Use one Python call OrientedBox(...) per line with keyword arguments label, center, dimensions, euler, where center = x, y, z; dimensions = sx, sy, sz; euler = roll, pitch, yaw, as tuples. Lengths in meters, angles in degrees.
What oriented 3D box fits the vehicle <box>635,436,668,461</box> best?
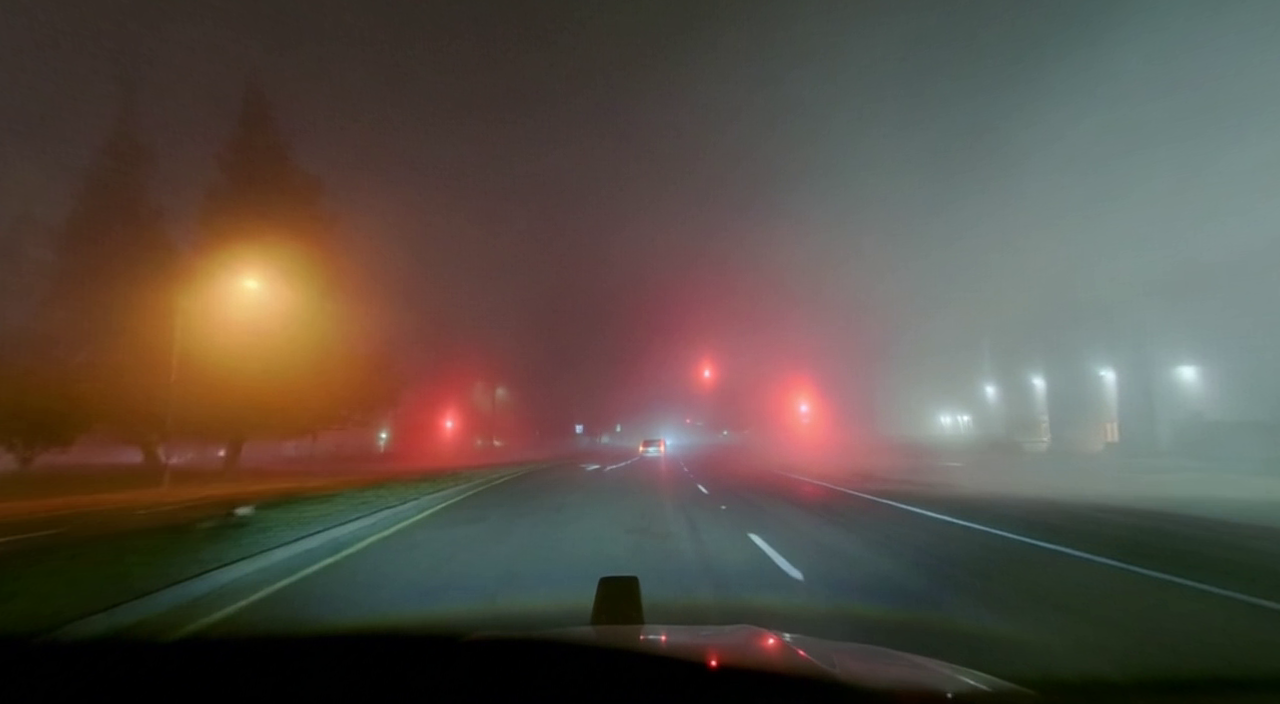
OrientedBox(label="vehicle", center=(0.848, 6.551, 43.020), dimensions=(2.037, 1.568, 3.693), euler=(-1, -8, 4))
